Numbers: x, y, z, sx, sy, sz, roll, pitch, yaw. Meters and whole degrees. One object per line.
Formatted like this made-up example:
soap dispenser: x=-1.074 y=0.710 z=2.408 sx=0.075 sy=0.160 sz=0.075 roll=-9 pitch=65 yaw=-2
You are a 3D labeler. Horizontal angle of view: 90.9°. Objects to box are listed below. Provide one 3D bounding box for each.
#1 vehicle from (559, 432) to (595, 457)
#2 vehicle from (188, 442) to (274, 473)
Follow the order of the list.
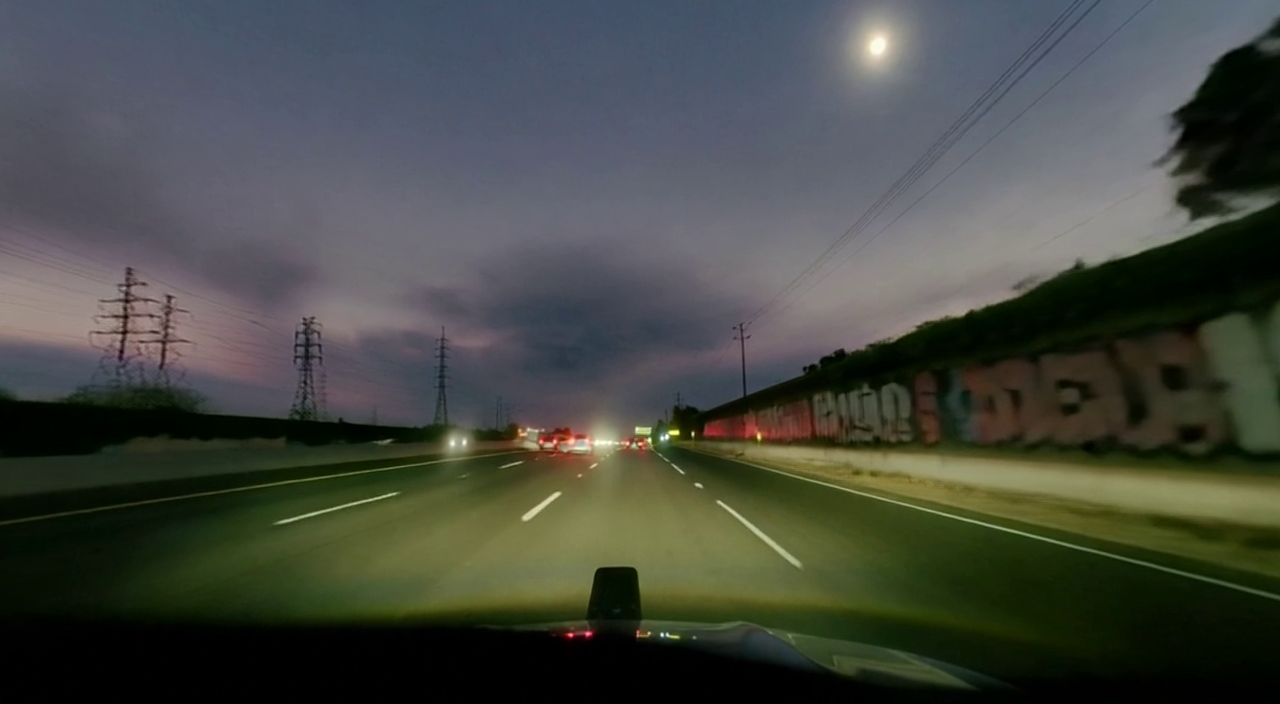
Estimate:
vehicle: x=-4.332 y=6.470 z=44.187 sx=2.118 sy=1.640 sz=4.031 roll=0 pitch=-8 yaw=0
vehicle: x=-20.576 y=5.289 z=31.895 sx=1.810 sy=1.412 sz=3.988 roll=1 pitch=-8 yaw=-2
